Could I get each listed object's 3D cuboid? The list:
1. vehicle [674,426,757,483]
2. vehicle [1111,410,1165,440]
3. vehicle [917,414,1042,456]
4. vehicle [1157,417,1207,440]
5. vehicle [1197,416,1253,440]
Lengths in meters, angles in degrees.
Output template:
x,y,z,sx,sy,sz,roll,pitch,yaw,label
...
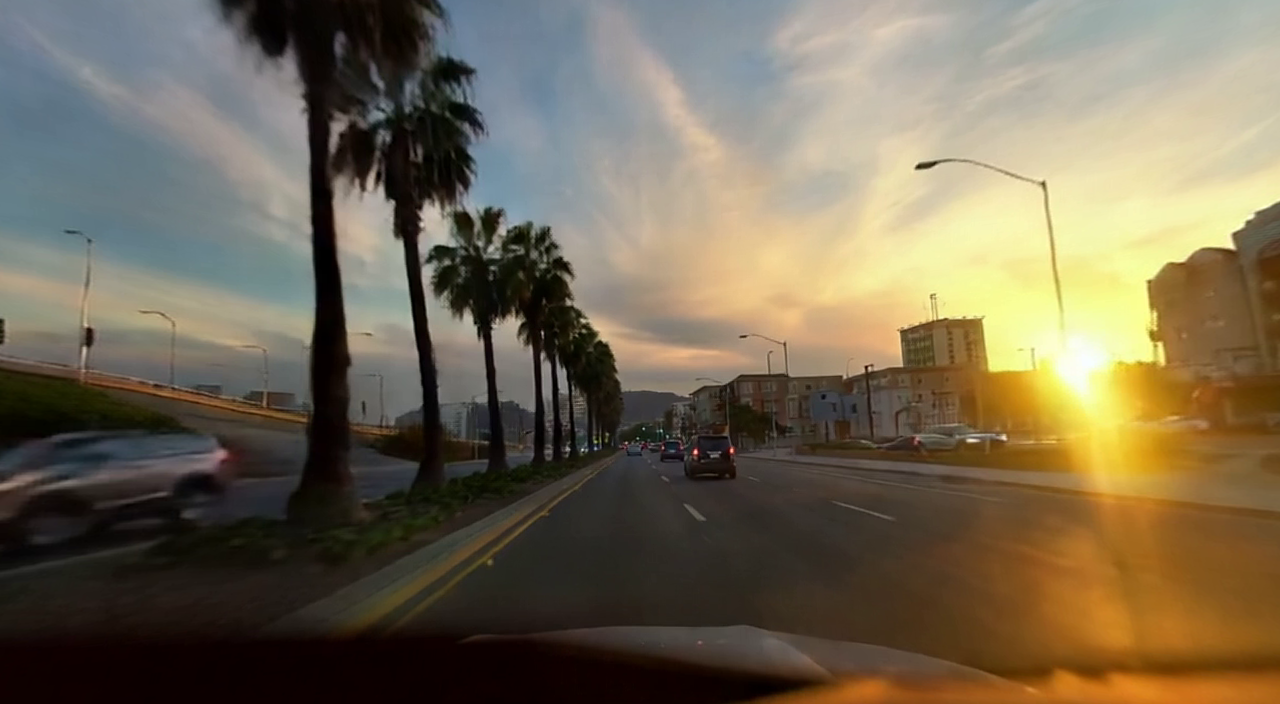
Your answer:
x,y,z,sx,sy,sz,roll,pitch,yaw,label
2.838,4.072,25.345,2.559,2.017,5.562,0,-9,-1,vehicle
37.965,5.679,48.333,2.235,2.018,6.593,-5,-10,30,vehicle
19.284,4.840,36.335,2.305,2.084,6.115,1,-10,-21,vehicle
39.465,5.634,46.086,1.928,1.495,3.956,-7,-10,30,vehicle
41.740,5.481,45.171,1.832,1.394,3.877,-7,-12,27,vehicle
